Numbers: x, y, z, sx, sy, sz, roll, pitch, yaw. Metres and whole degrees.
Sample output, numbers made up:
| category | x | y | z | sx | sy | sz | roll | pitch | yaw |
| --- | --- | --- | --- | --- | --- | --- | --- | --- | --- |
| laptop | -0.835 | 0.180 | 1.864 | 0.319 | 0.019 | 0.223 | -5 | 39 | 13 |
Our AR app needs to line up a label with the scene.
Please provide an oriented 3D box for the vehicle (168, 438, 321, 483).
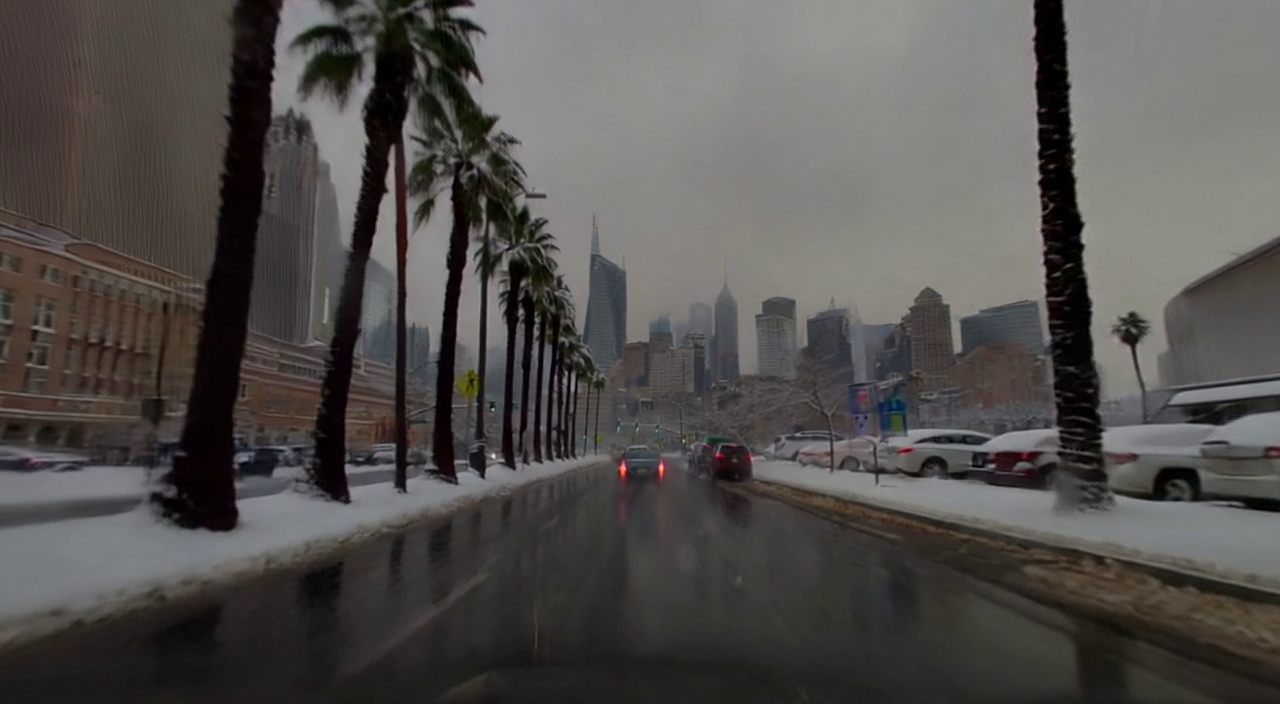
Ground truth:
| category | x | y | z | sx | sy | sz | roll | pitch | yaw |
| --- | --- | --- | --- | --- | --- | --- | --- | --- | --- |
| vehicle | -30.578 | 8.448 | 49.937 | 3.081 | 3.048 | 13.223 | 0 | -9 | 3 |

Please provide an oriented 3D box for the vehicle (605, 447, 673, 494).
| category | x | y | z | sx | sy | sz | roll | pitch | yaw |
| --- | --- | --- | --- | --- | --- | --- | --- | --- | --- |
| vehicle | -0.028 | 4.205 | 22.792 | 2.235 | 1.528 | 3.876 | 0 | -9 | 0 |

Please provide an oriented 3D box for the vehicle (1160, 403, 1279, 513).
| category | x | y | z | sx | sy | sz | roll | pitch | yaw |
| --- | --- | --- | --- | --- | --- | --- | --- | --- | --- |
| vehicle | 12.801 | 1.911 | 11.441 | 4.583 | 1.794 | 2.453 | 1 | -9 | -4 |

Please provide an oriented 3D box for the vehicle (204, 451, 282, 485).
| category | x | y | z | sx | sy | sz | roll | pitch | yaw |
| --- | --- | --- | --- | --- | --- | --- | --- | --- | --- |
| vehicle | -26.449 | 7.741 | 42.205 | 2.277 | 2.133 | 4.869 | 1 | -10 | -5 |

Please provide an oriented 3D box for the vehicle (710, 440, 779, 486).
| category | x | y | z | sx | sy | sz | roll | pitch | yaw |
| --- | --- | --- | --- | --- | --- | --- | --- | --- | --- |
| vehicle | 4.408 | 4.769 | 27.357 | 2.136 | 1.774 | 4.778 | 0 | -9 | 0 |
